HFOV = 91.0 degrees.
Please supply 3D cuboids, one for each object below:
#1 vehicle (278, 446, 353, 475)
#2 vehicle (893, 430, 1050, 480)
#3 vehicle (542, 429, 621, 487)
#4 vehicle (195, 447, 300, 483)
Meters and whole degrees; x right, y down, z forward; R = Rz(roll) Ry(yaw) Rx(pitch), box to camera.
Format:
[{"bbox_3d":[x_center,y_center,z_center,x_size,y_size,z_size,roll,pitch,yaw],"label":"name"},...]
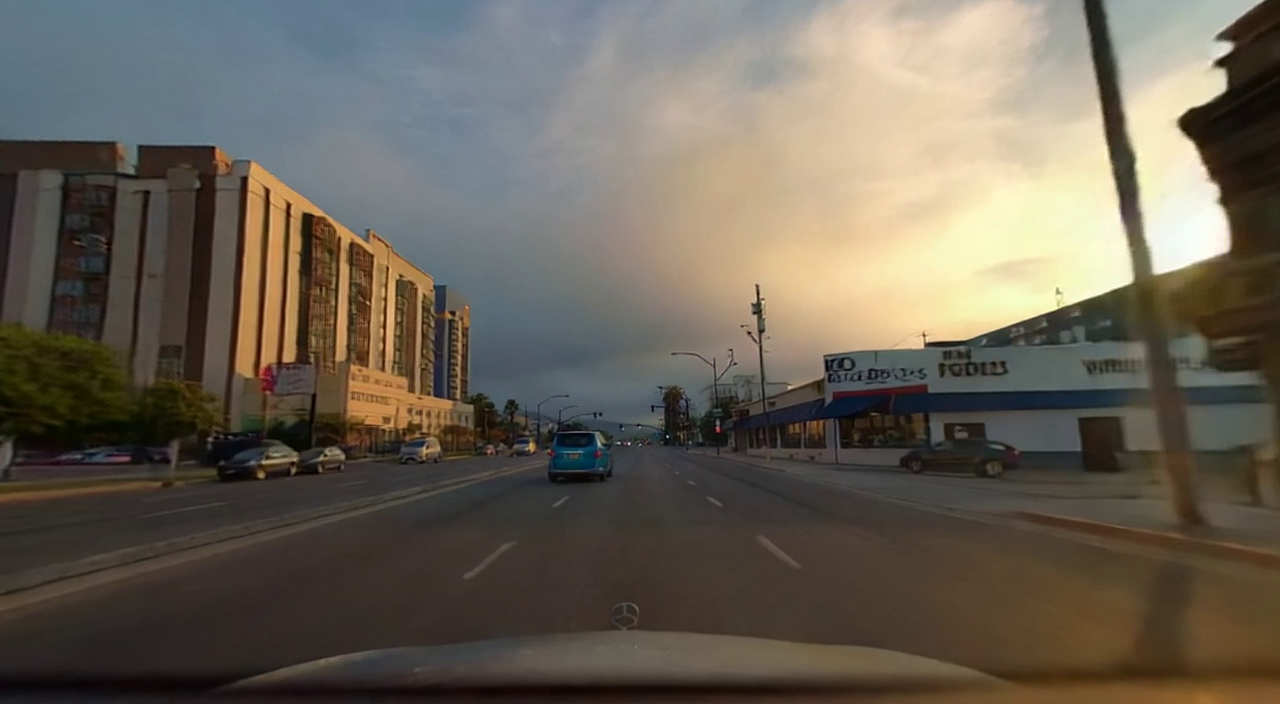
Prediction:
[{"bbox_3d":[-17.764,5.933,34.720,1.840,1.508,4.376,0,-8,-1],"label":"vehicle"},{"bbox_3d":[14.827,4.640,28.653,2.589,1.989,5.779,4,-9,-26],"label":"vehicle"},{"bbox_3d":[-1.807,3.440,20.695,2.080,1.722,3.766,0,-8,2],"label":"vehicle"},{"bbox_3d":[-17.806,5.101,28.865,1.852,1.481,4.660,0,-8,-1],"label":"vehicle"}]
